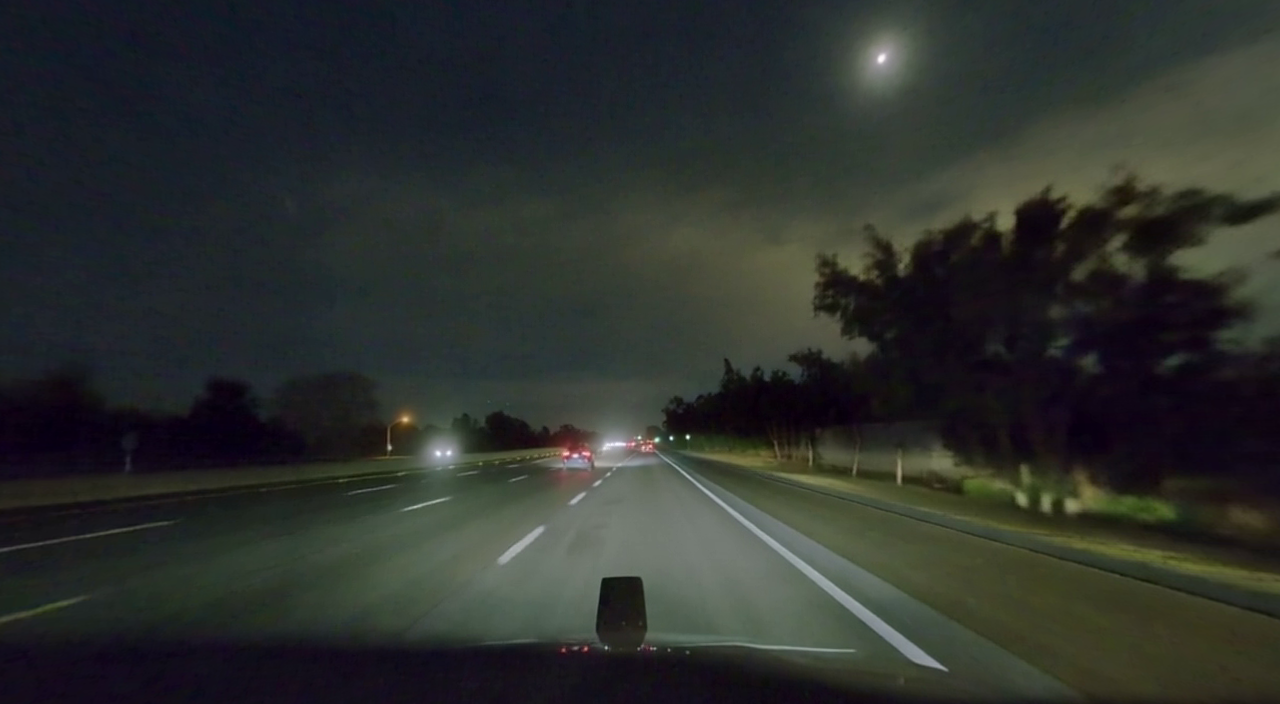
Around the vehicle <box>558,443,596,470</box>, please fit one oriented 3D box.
[{"bbox_3d":[-3.712,6.218,37.705,1.786,1.488,4.023,0,-8,1],"label":"vehicle"}]
